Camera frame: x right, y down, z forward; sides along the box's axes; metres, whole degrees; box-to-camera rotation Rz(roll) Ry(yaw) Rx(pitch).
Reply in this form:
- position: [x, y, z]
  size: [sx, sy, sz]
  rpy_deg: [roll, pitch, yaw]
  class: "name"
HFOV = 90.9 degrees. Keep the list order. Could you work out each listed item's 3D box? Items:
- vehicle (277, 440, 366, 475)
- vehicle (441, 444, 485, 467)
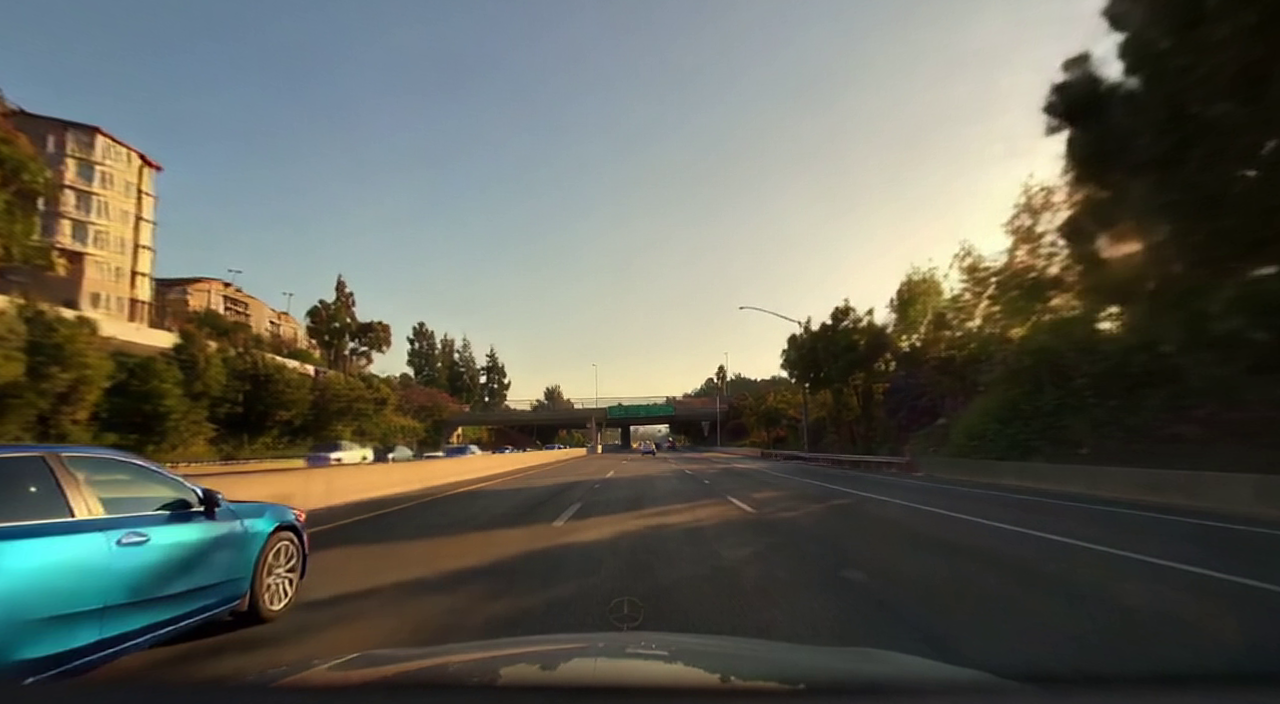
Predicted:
- position: [-17.871, 5.934, 35.698]
  size: [2.382, 1.833, 4.949]
  rpy_deg: [0, -8, 0]
  class: "vehicle"
- position: [-11.648, 6.823, 41.711]
  size: [1.705, 1.458, 3.704]
  rpy_deg: [0, -8, 1]
  class: "vehicle"
